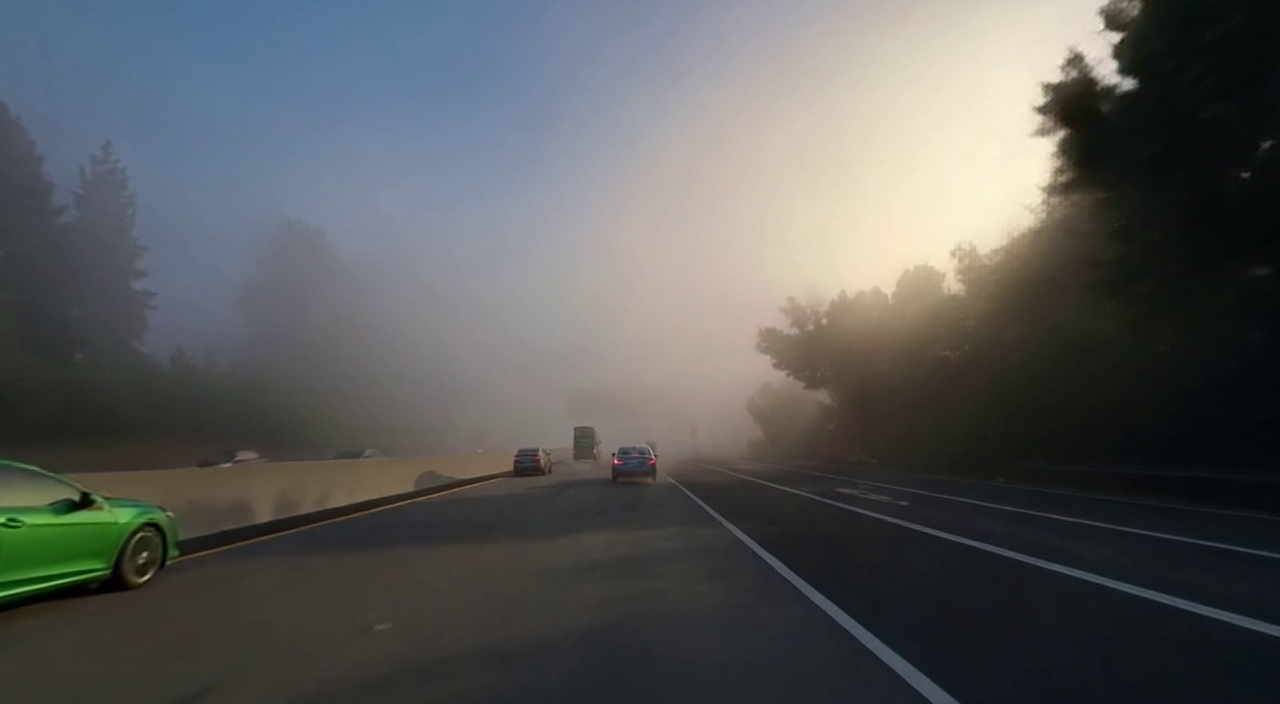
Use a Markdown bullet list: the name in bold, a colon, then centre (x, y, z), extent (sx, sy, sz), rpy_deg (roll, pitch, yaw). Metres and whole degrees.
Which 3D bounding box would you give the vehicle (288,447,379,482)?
- **vehicle**: centre (-13.955, 5.141, 28.996), extent (1.940, 1.462, 4.500), rpy_deg (0, -9, 0)

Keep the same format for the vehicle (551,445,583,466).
- **vehicle**: centre (-5.189, 7.403, 45.251), extent (1.814, 1.417, 3.860), rpy_deg (0, -9, 1)

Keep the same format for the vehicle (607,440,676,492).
- **vehicle**: centre (0.045, 3.479, 19.534), extent (1.940, 1.451, 3.512), rpy_deg (0, -9, 0)

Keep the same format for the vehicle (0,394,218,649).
- **vehicle**: centre (-5.157, 1.090, 3.990), extent (2.058, 1.626, 4.118), rpy_deg (0, -9, 0)

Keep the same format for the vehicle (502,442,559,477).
- **vehicle**: centre (-5.019, 4.977, 29.350), extent (1.892, 1.481, 4.180), rpy_deg (0, -9, 0)
